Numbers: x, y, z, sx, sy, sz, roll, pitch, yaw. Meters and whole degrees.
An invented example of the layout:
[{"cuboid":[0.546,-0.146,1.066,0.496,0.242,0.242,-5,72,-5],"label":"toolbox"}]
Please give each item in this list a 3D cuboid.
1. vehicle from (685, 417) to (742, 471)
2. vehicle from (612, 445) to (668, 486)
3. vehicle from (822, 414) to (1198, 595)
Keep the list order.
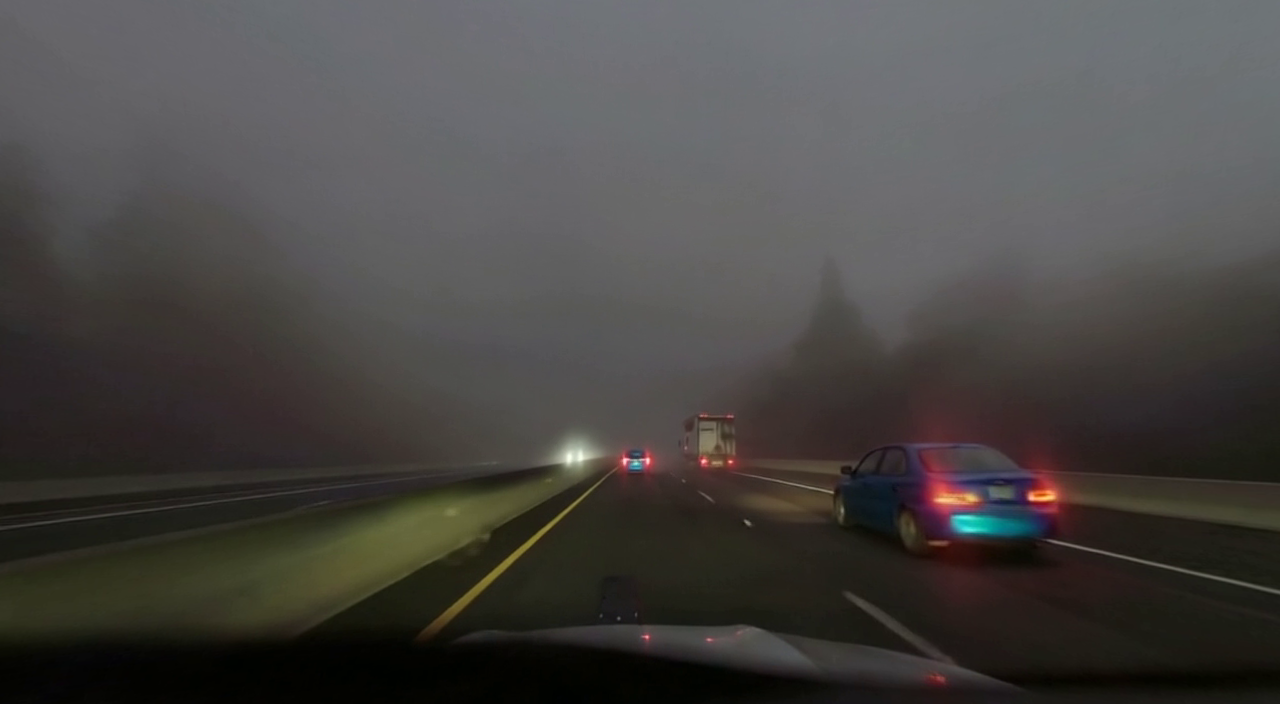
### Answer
[{"cuboid":[4.683,6.116,41.481,2.791,3.201,7.145,0,-9,0],"label":"vehicle"},{"cuboid":[-0.006,4.508,25.247,2.066,1.490,3.759,0,-9,0],"label":"vehicle"},{"cuboid":[3.826,1.640,7.558,1.953,1.540,4.101,0,-9,-1],"label":"vehicle"}]
